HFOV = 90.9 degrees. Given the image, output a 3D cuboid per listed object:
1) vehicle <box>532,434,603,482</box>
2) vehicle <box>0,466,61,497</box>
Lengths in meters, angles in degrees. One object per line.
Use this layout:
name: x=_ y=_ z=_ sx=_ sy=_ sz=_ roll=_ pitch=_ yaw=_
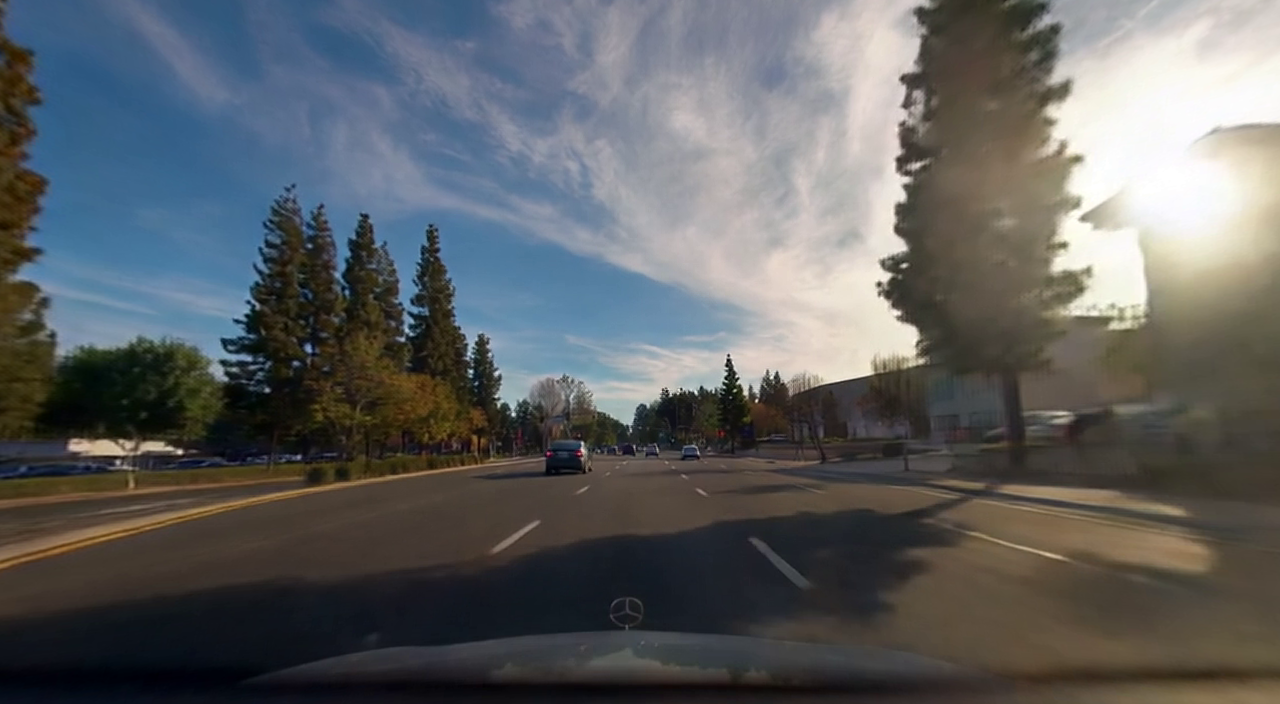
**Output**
vehicle: x=-2.652 y=4.025 z=24.190 sx=2.121 sy=1.656 sz=4.559 roll=0 pitch=-8 yaw=1
vehicle: x=-40.949 y=8.410 z=40.869 sx=1.833 sy=1.760 sz=5.122 roll=0 pitch=-8 yaw=2
